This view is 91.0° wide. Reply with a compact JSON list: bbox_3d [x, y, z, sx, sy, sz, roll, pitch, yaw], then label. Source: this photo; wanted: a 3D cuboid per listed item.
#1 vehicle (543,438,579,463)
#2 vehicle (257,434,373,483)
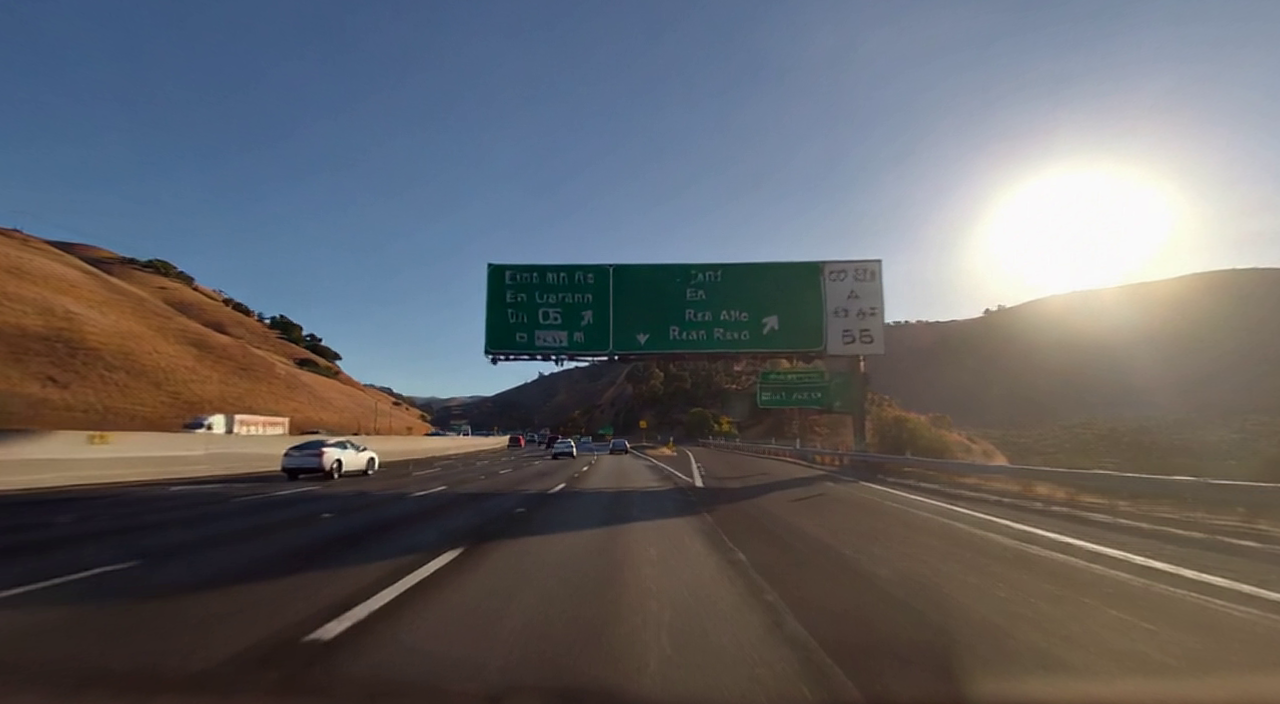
[{"bbox_3d":[-5.295,6.666,42.686,2.060,1.631,4.214,0,-8,-2],"label":"vehicle"},{"bbox_3d":[-12.017,3.955,23.669,2.047,1.645,4.451,0,-8,-1],"label":"vehicle"}]
